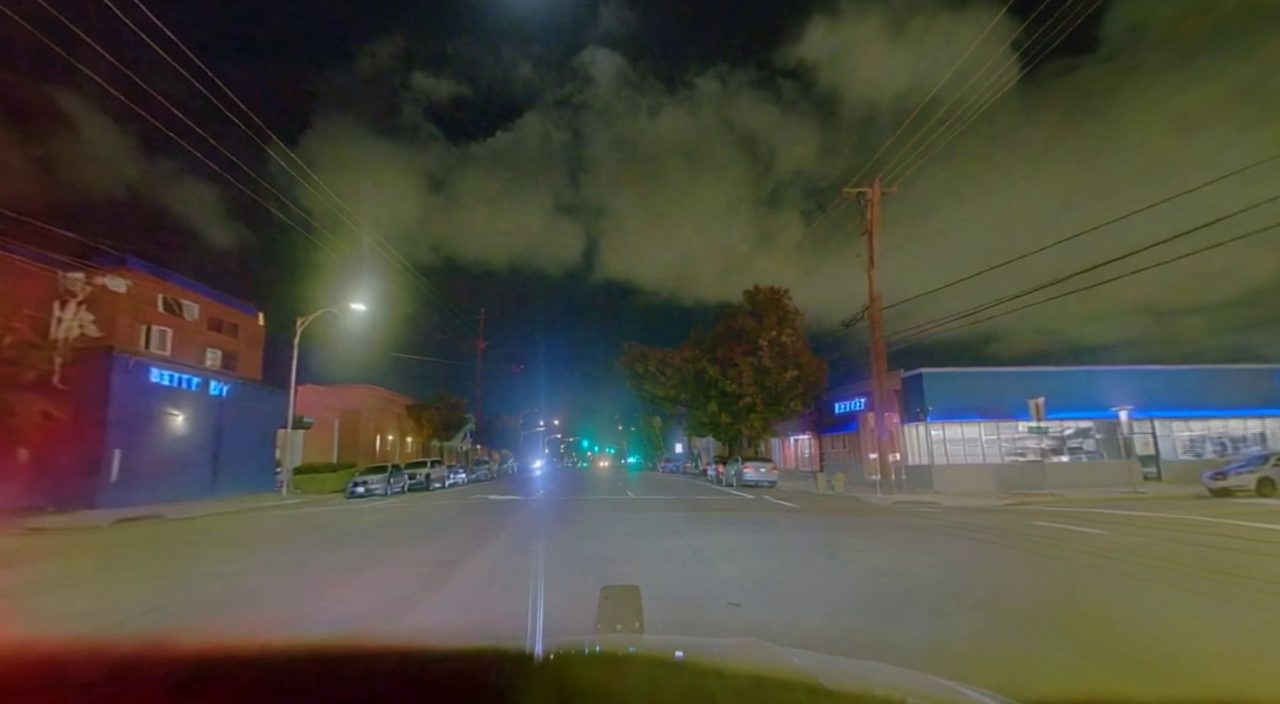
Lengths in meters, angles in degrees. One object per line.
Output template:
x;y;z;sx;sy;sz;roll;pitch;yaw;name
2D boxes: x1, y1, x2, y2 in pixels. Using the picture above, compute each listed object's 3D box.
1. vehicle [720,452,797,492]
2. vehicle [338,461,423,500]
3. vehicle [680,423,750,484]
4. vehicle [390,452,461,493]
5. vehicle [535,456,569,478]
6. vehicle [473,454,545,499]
5.299;5.395;28.826;1.963;1.646;4.204;2;-9;-12;vehicle
-11.230;5.573;27.667;1.978;1.452;4.263;0;-9;-1;vehicle
4.266;5.998;37.554;2.815;3.203;7.558;0;-9;-3;vehicle
-11.181;6.289;33.359;2.072;1.818;4.951;-3;-9;-1;vehicle
-6.237;8.184;45.177;1.845;1.469;4.413;0;-8;-1;vehicle
-4.906;4.698;24.300;2.050;1.505;4.219;0;-9;-3;vehicle
